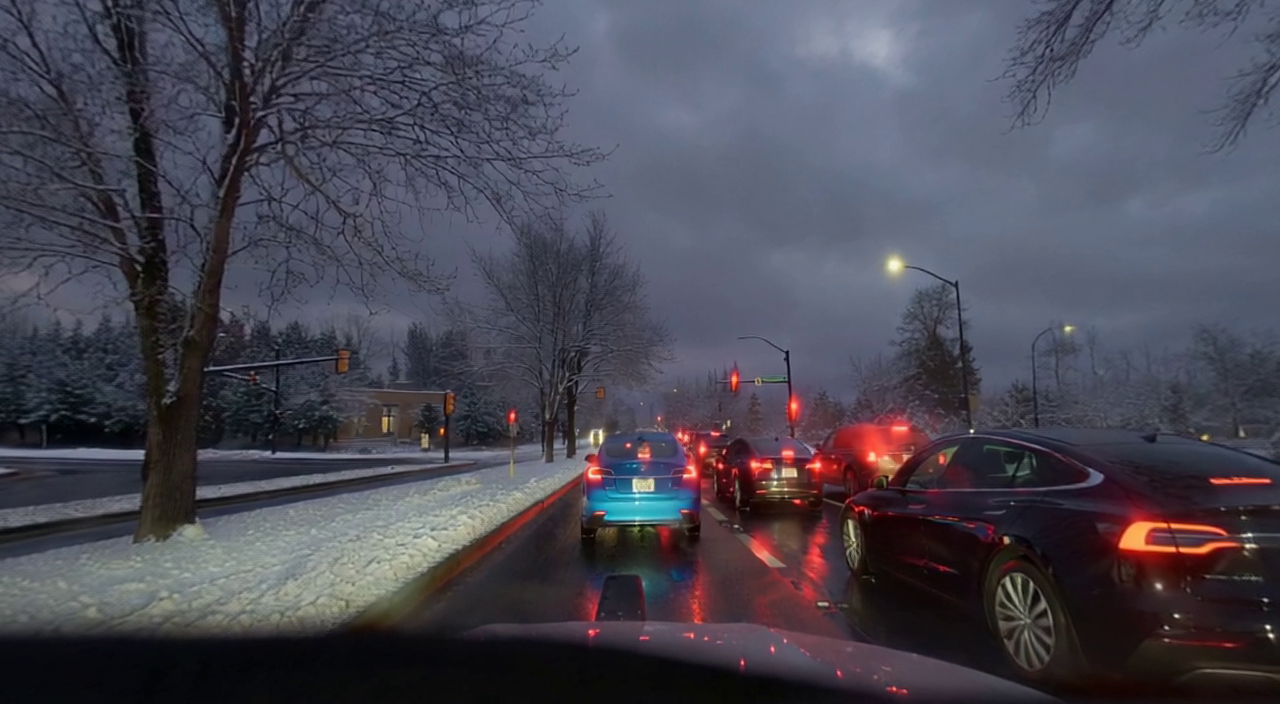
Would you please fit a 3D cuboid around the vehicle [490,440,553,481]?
[{"bbox_3d":[-4.634,4.283,25.258,1.972,1.457,4.171,0,-8,-4],"label":"vehicle"}]

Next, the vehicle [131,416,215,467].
[{"bbox_3d":[-29.263,5.615,39.706,2.608,2.990,3.026,2,-8,3],"label":"vehicle"}]

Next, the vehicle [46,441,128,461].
[{"bbox_3d":[-42.149,7.538,48.217,4.418,1.415,1.941,0,-8,-2],"label":"vehicle"}]

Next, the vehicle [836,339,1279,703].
[{"bbox_3d":[3.186,1.111,4.301,2.167,1.676,4.443,0,-8,-1],"label":"vehicle"}]

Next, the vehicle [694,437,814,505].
[{"bbox_3d":[2.699,2.933,16.042,2.058,1.466,4.208,0,-8,-3],"label":"vehicle"}]

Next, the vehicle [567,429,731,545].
[{"bbox_3d":[0.031,2.088,10.485,2.147,1.499,4.240,0,-8,-2],"label":"vehicle"}]
